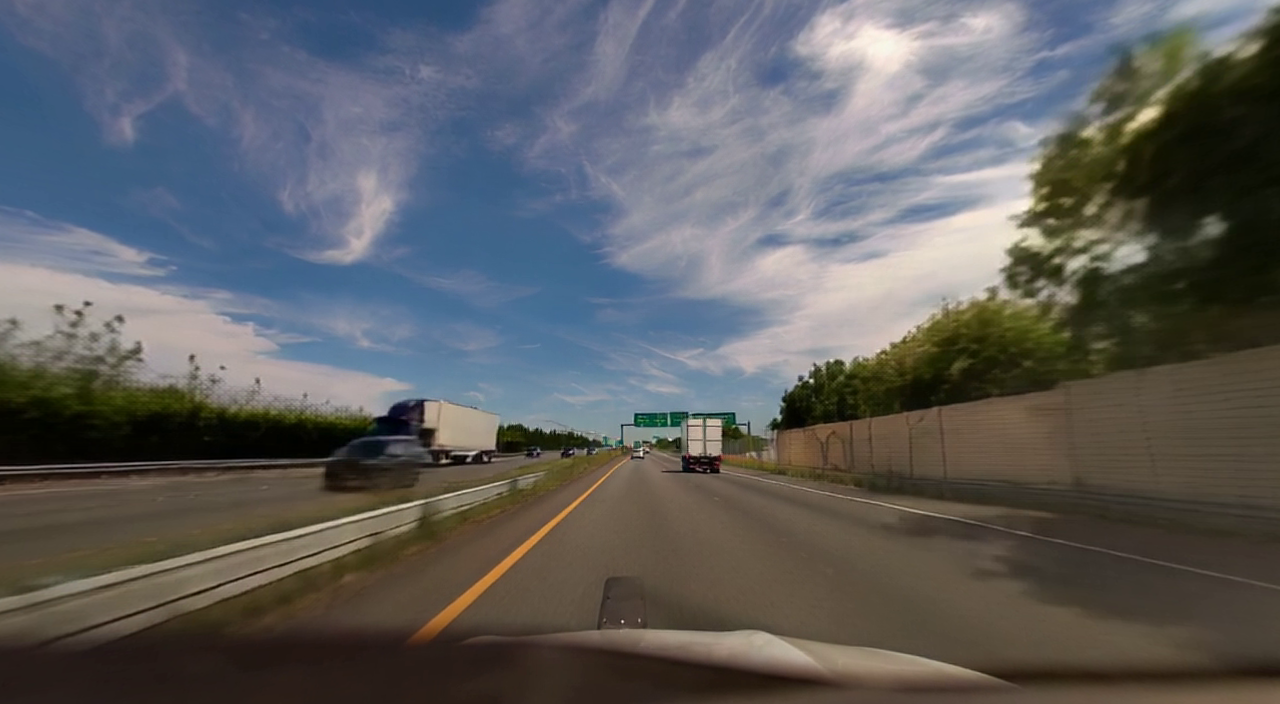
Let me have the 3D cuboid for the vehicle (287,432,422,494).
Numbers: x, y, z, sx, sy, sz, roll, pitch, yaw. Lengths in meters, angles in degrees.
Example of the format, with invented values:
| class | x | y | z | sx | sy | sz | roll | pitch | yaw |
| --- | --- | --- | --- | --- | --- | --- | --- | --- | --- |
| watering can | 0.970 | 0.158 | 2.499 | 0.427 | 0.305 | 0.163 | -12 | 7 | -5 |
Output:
| class | x | y | z | sx | sy | sz | roll | pitch | yaw |
| --- | --- | --- | --- | --- | --- | --- | --- | --- | --- |
| vehicle | -8.029 | 3.146 | 18.213 | 1.914 | 1.557 | 4.081 | 0 | -9 | 0 |

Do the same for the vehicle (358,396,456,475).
| class | x | y | z | sx | sy | sz | roll | pitch | yaw |
| --- | --- | --- | --- | --- | --- | --- | --- | --- | --- |
| vehicle | -12.594 | 4.641 | 34.721 | 3.039 | 3.949 | 5.950 | 0 | -9 | -1 |
